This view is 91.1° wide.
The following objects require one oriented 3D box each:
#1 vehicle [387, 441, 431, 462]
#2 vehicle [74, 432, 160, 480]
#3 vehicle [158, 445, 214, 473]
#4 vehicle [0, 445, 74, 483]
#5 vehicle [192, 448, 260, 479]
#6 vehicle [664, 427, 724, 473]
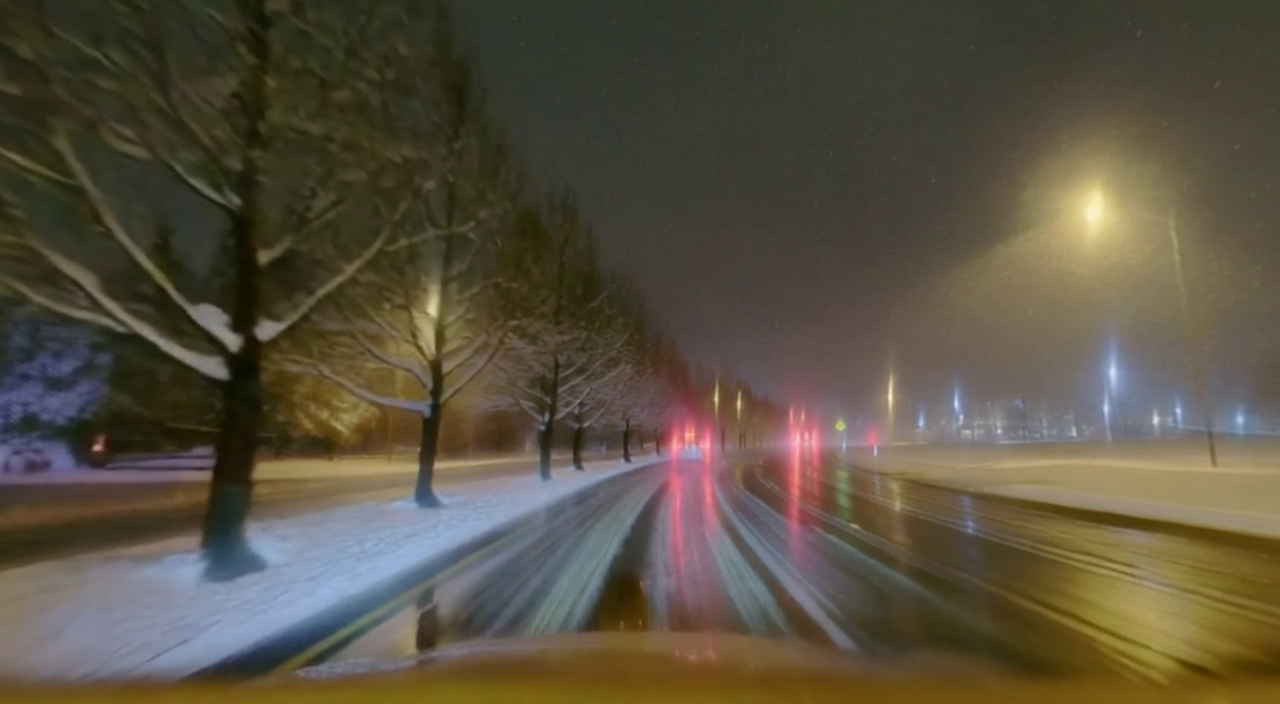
[{"bbox_3d":[-17.325,7.506,47.208,1.829,1.501,4.149,0,-9,-2],"label":"vehicle"},{"bbox_3d":[-30.361,5.950,36.673,2.346,2.341,5.455,1,-6,-23],"label":"vehicle"},{"bbox_3d":[-27.708,6.532,38.458,1.916,1.563,3.941,4,-10,-24],"label":"vehicle"},{"bbox_3d":[-32.596,5.935,33.602,2.123,1.834,4.749,5,-10,-28],"label":"vehicle"},{"bbox_3d":[-22.815,6.112,34.780,2.058,1.580,4.134,3,-9,-18],"label":"vehicle"},{"bbox_3d":[2.647,4.572,29.298,2.371,1.926,5.615,-1,-9,9],"label":"vehicle"}]
